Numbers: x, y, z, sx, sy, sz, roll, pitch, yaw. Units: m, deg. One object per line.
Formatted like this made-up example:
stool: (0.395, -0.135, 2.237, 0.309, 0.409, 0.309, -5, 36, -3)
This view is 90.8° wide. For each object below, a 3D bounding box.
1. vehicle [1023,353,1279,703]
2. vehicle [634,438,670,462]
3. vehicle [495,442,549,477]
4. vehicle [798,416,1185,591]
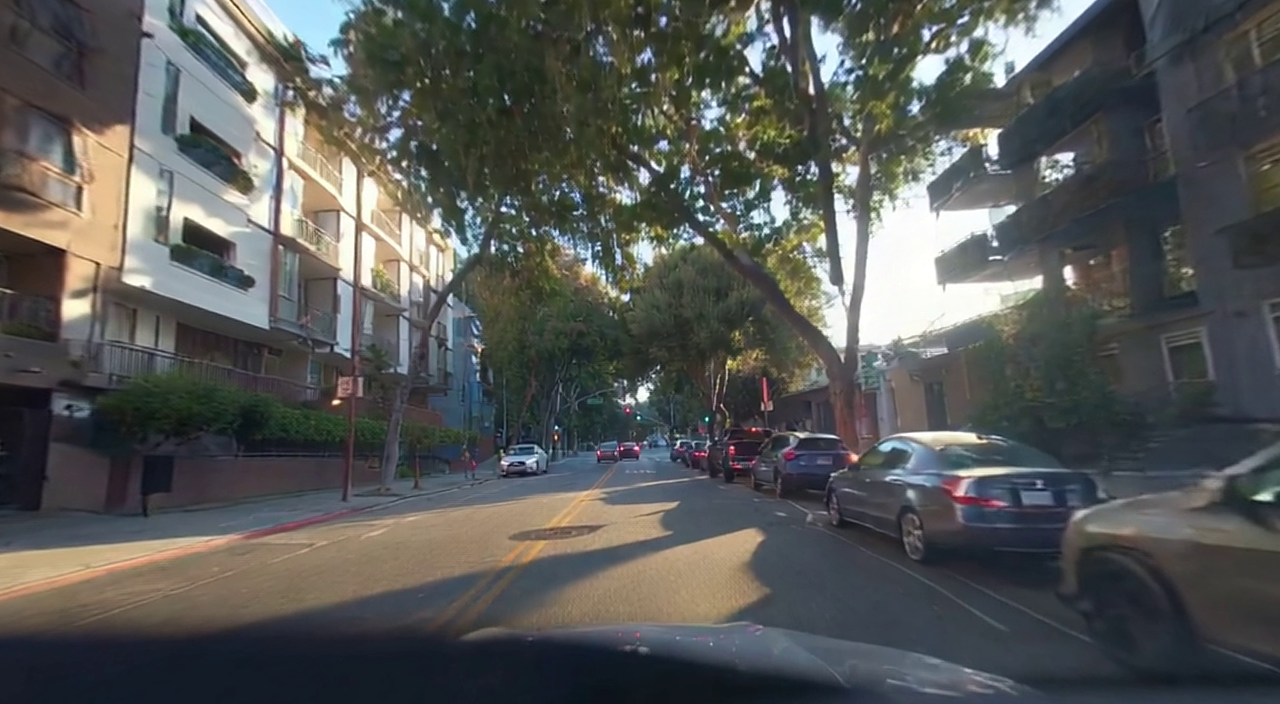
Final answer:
vehicle: (3.540, 0.743, 1.884, 1.996, 1.642, 4.472, 0, -8, 0)
vehicle: (0.941, 7.133, 46.213, 2.111, 1.619, 4.077, -1, -8, 8)
vehicle: (-6.367, 5.826, 34.611, 2.013, 1.772, 4.439, 0, -8, 2)
vehicle: (3.637, 1.658, 7.916, 2.066, 1.494, 4.843, 0, -8, 0)
